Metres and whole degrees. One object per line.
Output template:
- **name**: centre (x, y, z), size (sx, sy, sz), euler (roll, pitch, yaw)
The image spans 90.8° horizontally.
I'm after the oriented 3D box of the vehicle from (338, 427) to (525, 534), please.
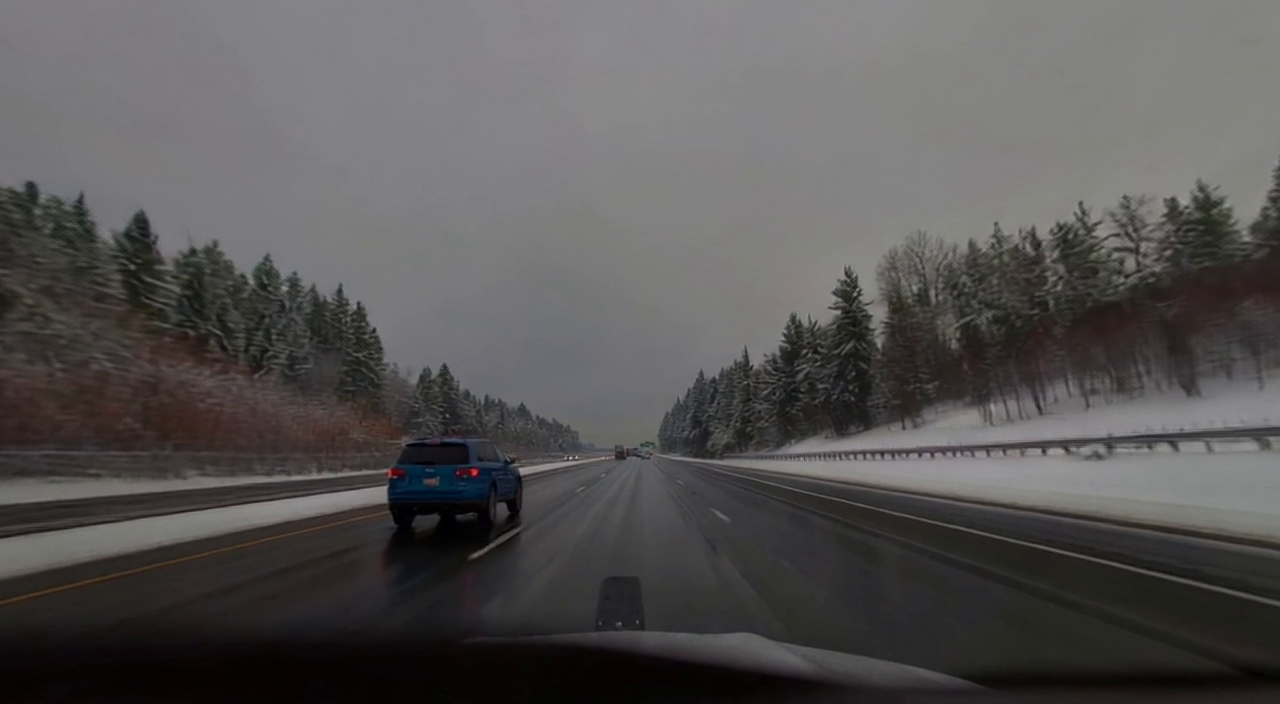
- **vehicle**: centre (-3.824, 2.445, 12.630), size (2.110, 1.727, 4.607), euler (0, -9, 1)
